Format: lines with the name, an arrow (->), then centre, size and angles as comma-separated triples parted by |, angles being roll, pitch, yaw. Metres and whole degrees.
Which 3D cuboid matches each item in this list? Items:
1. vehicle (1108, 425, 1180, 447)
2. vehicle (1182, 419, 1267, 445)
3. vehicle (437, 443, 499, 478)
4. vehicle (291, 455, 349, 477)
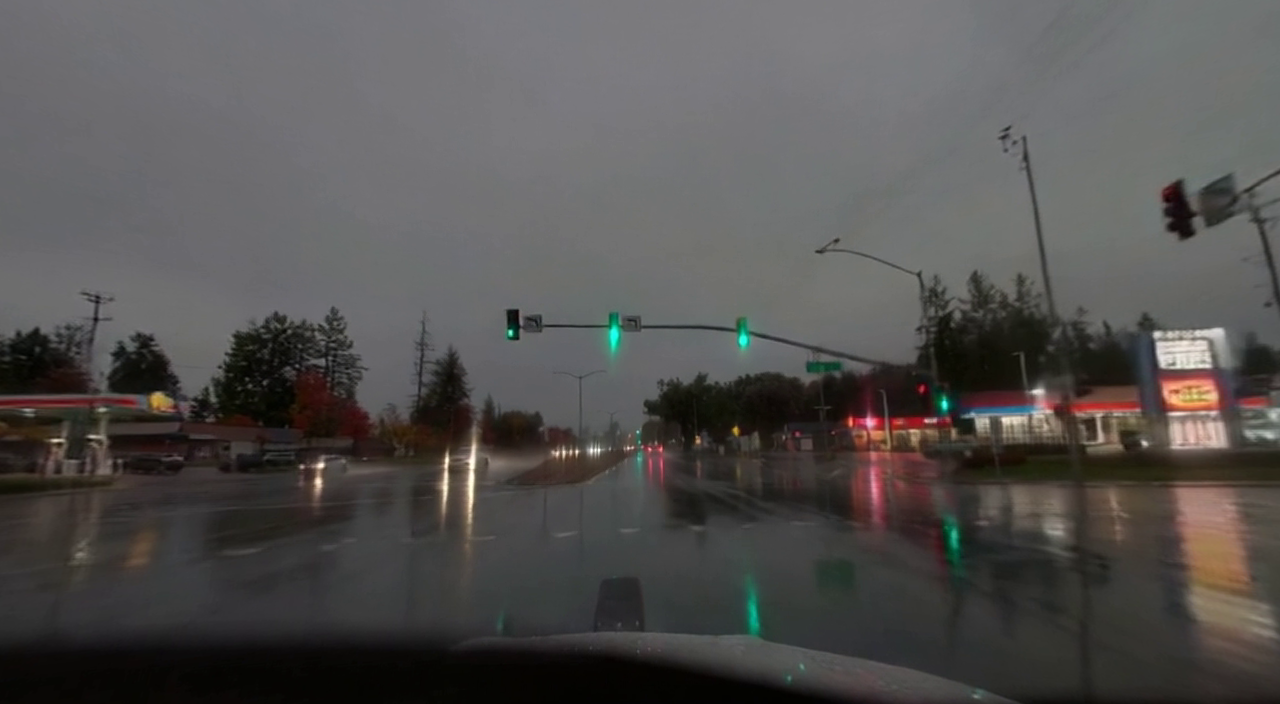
vehicle -> 39.666, 6.668, 49.840 | 1.929, 1.589, 4.430 | 0, -9, -2
vehicle -> 45.116, 6.254, 48.884 | 1.932, 1.875, 4.769 | 0, -9, 0
vehicle -> -8.541, 5.442, 31.752 | 1.913, 1.478, 4.312 | -4, -10, 0
vehicle -> -24.894, 8.872, 49.350 | 1.866, 1.486, 4.661 | -1, -9, 3
